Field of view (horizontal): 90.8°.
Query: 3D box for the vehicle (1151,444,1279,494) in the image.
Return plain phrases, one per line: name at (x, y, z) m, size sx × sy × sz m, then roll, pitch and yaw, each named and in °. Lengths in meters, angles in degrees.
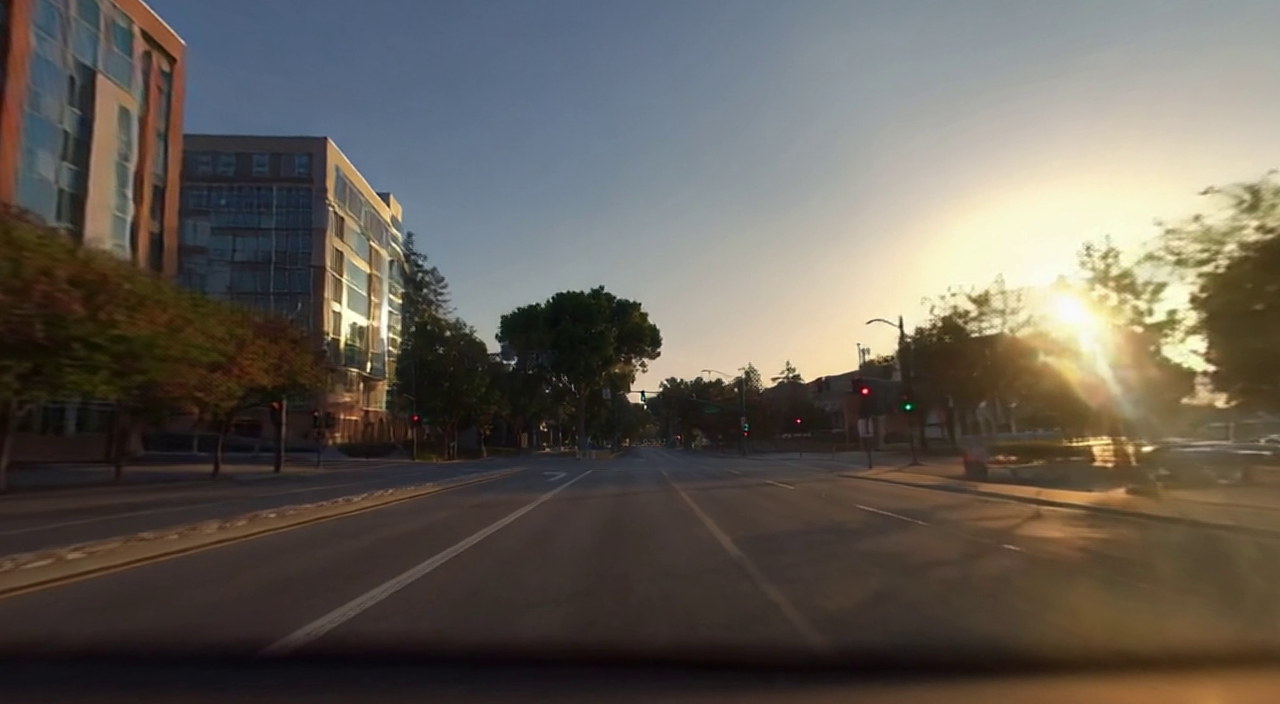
vehicle at (19.359, 3.711, 20.220) m, size 1.828 × 1.483 × 4.376 m, roll 8°, pitch -12°, yaw -44°
